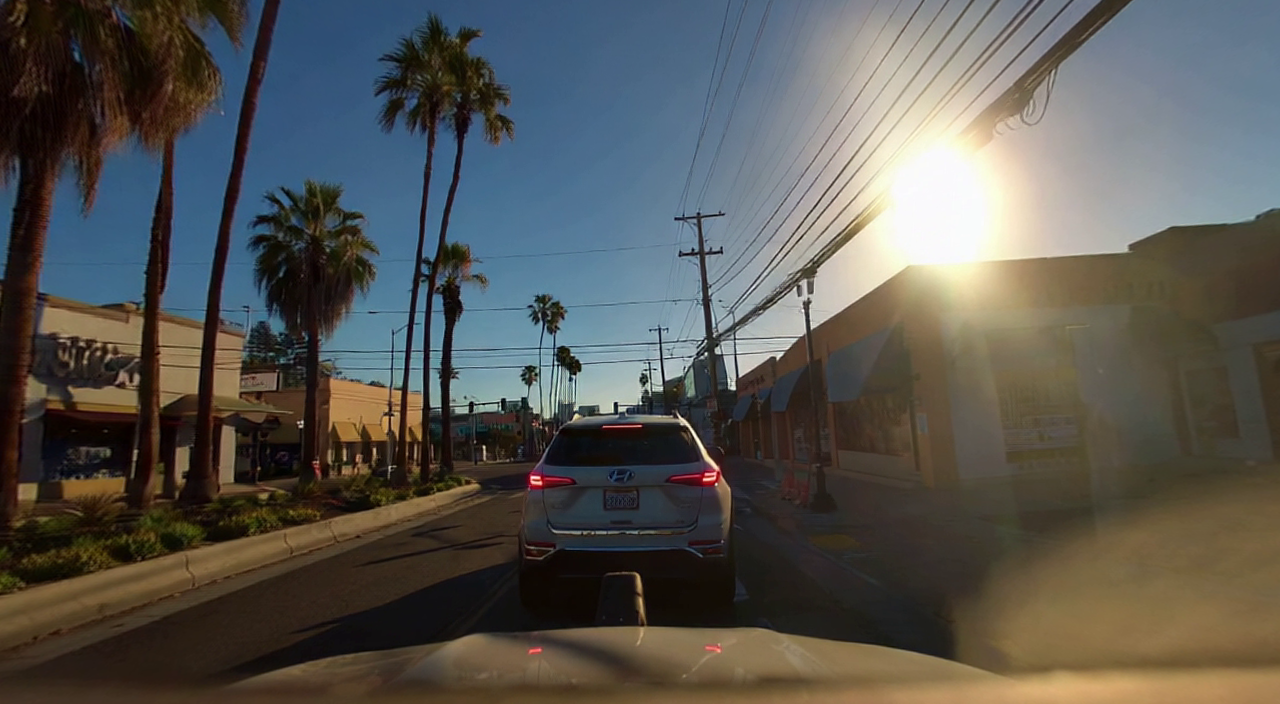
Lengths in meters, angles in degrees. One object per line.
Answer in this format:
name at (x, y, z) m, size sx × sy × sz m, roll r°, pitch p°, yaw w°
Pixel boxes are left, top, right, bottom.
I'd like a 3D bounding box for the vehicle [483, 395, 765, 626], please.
vehicle at (-0.204, 1.455, 6.680) m, size 2.105 × 1.702 × 3.750 m, roll 0°, pitch -8°, yaw -3°
